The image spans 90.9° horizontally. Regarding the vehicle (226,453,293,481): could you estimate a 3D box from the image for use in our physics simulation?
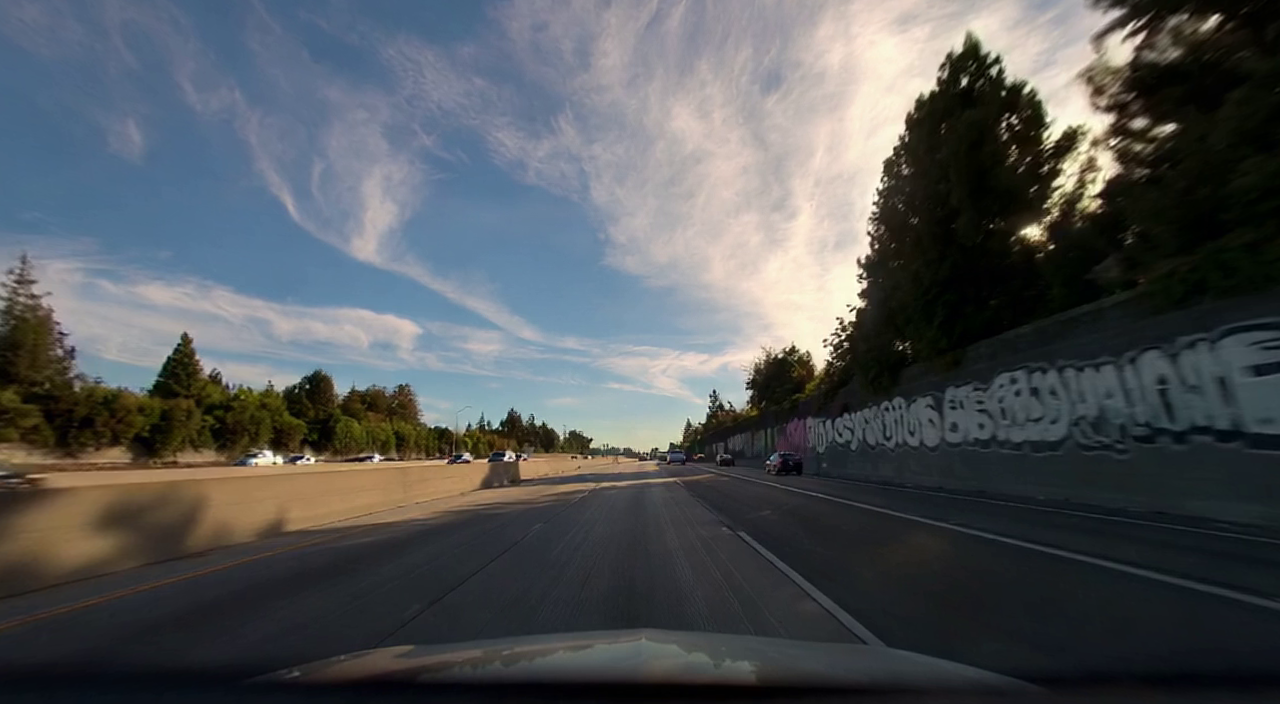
[{"bbox_3d":[-25.100,7.566,41.740,1.943,1.681,4.492,1,-9,-6],"label":"vehicle"}]

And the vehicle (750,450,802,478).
[{"bbox_3d":[7.681,6.346,35.946,1.907,1.495,4.517,0,-9,0],"label":"vehicle"}]
